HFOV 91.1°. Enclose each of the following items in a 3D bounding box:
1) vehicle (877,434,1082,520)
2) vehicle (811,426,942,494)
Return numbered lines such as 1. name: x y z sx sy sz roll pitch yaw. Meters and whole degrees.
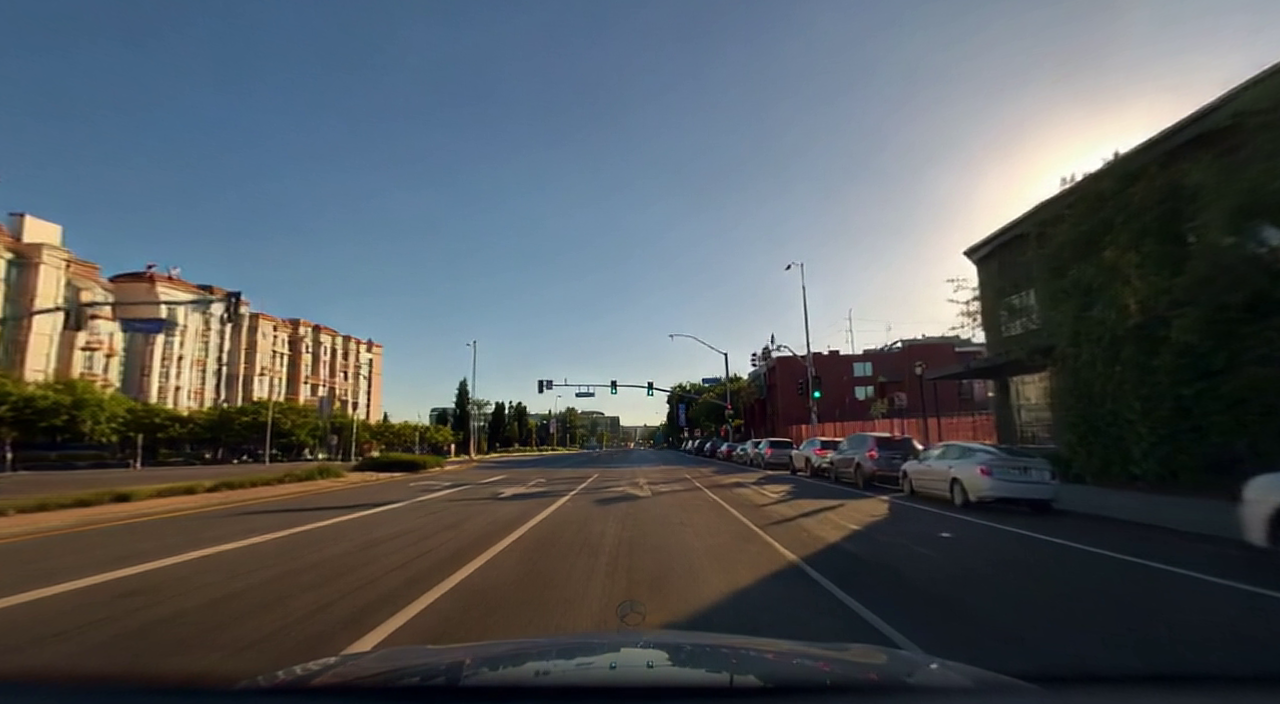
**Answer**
1. vehicle: 6.804 2.533 13.291 1.880 1.483 4.510 0 -9 1
2. vehicle: 6.824 3.191 18.862 1.978 1.728 5.129 0 -9 0
